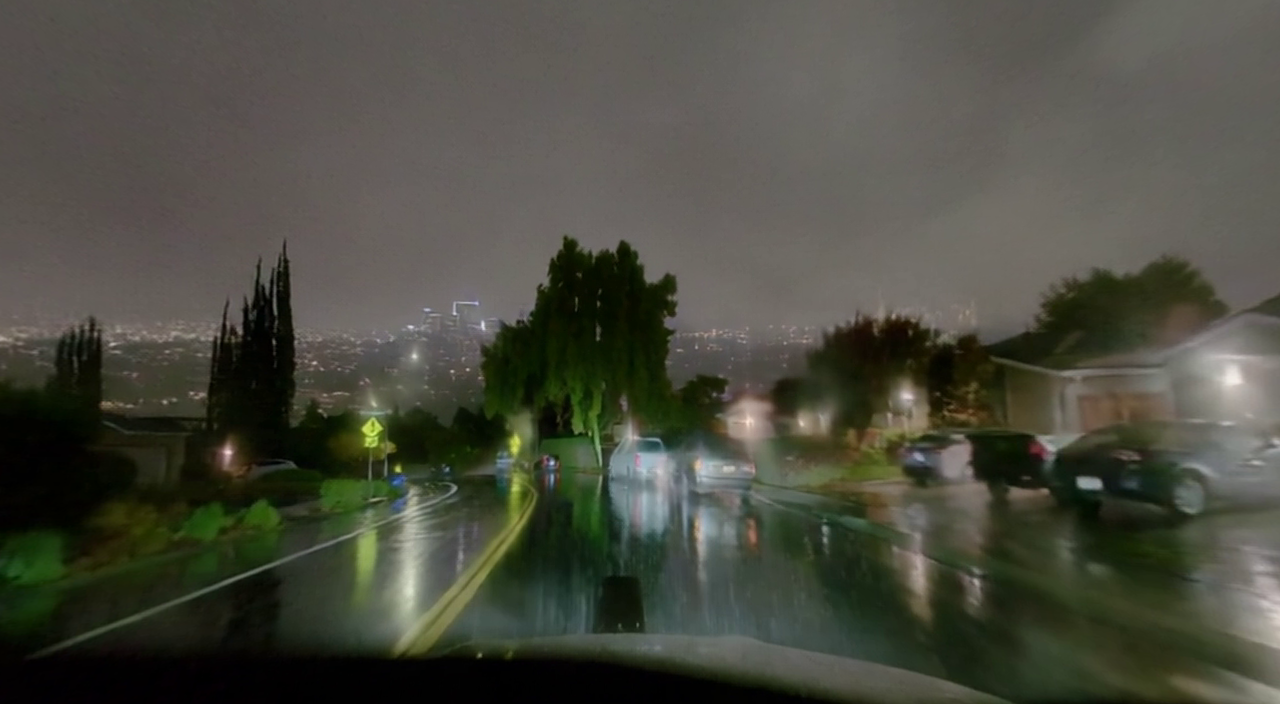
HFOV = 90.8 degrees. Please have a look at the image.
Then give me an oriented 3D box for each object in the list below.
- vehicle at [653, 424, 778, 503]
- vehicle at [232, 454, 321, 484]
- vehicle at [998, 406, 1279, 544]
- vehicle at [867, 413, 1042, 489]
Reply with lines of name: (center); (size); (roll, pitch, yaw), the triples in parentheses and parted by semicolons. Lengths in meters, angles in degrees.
vehicle: (1.694, 2.758, 16.030); (1.965, 1.663, 4.744); (1, -9, -8)
vehicle: (-22.260, 7.178, 38.864); (4.464, 1.681, 1.906); (3, -9, -21)
vehicle: (7.927, 1.787, 9.794); (4.512, 1.670, 2.031); (4, -10, -31)
vehicle: (8.500, 2.626, 17.013); (4.469, 1.780, 1.970); (4, -10, -31)
